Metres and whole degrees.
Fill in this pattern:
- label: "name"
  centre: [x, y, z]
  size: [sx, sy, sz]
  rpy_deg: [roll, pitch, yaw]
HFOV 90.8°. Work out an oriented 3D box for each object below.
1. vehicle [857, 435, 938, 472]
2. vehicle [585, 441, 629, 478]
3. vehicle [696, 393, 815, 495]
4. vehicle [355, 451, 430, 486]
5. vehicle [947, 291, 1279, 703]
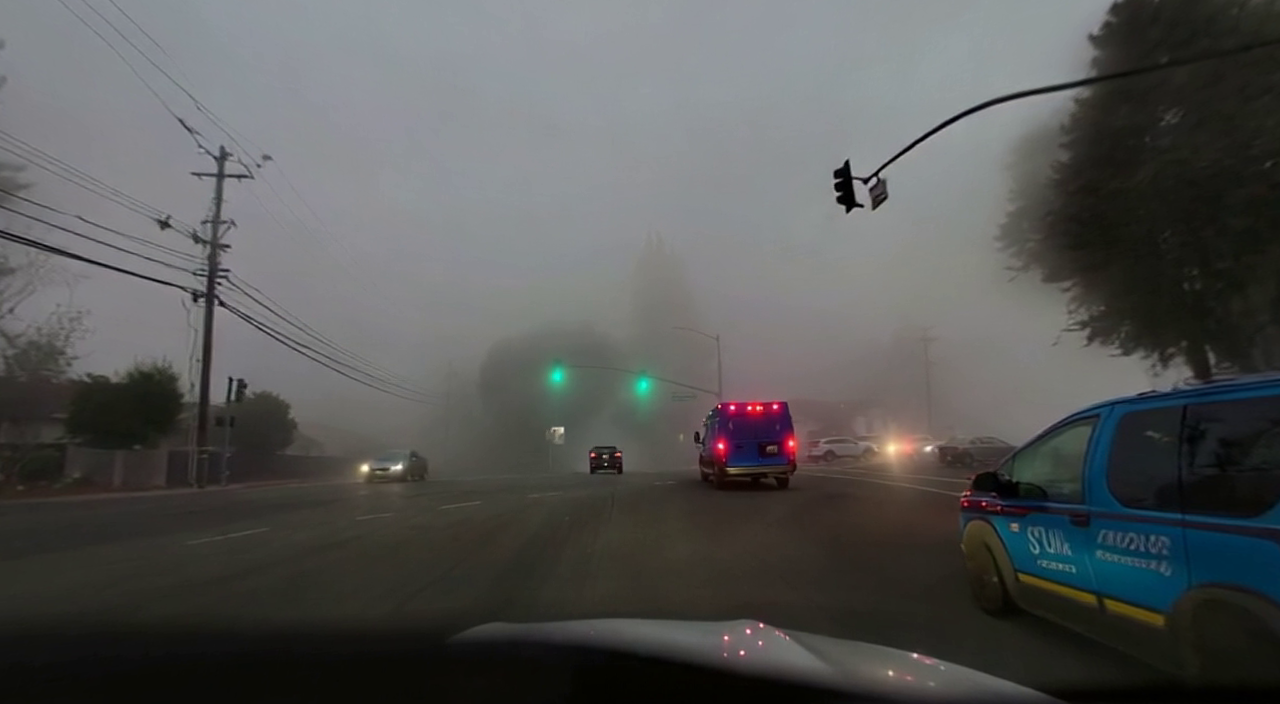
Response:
- label: "vehicle"
  centre: [12.076, 4.695, 29.554]
  size: [3.936, 1.594, 1.860]
  rpy_deg: [7, -11, -41]
- label: "vehicle"
  centre: [-1.727, 5.381, 31.930]
  size: [2.114, 1.707, 3.725]
  rpy_deg: [0, -8, -5]
- label: "vehicle"
  centre: [3.298, 2.827, 19.505]
  size: [2.406, 2.687, 5.521]
  rpy_deg: [0, -8, -2]
- label: "vehicle"
  centre: [-11.681, 5.481, 30.160]
  size: [2.053, 1.474, 4.489]
  rpy_deg: [0, -8, -4]
- label: "vehicle"
  centre: [3.669, 0.787, 2.941]
  size: [2.194, 1.922, 4.822]
  rpy_deg: [-1, -8, 3]
